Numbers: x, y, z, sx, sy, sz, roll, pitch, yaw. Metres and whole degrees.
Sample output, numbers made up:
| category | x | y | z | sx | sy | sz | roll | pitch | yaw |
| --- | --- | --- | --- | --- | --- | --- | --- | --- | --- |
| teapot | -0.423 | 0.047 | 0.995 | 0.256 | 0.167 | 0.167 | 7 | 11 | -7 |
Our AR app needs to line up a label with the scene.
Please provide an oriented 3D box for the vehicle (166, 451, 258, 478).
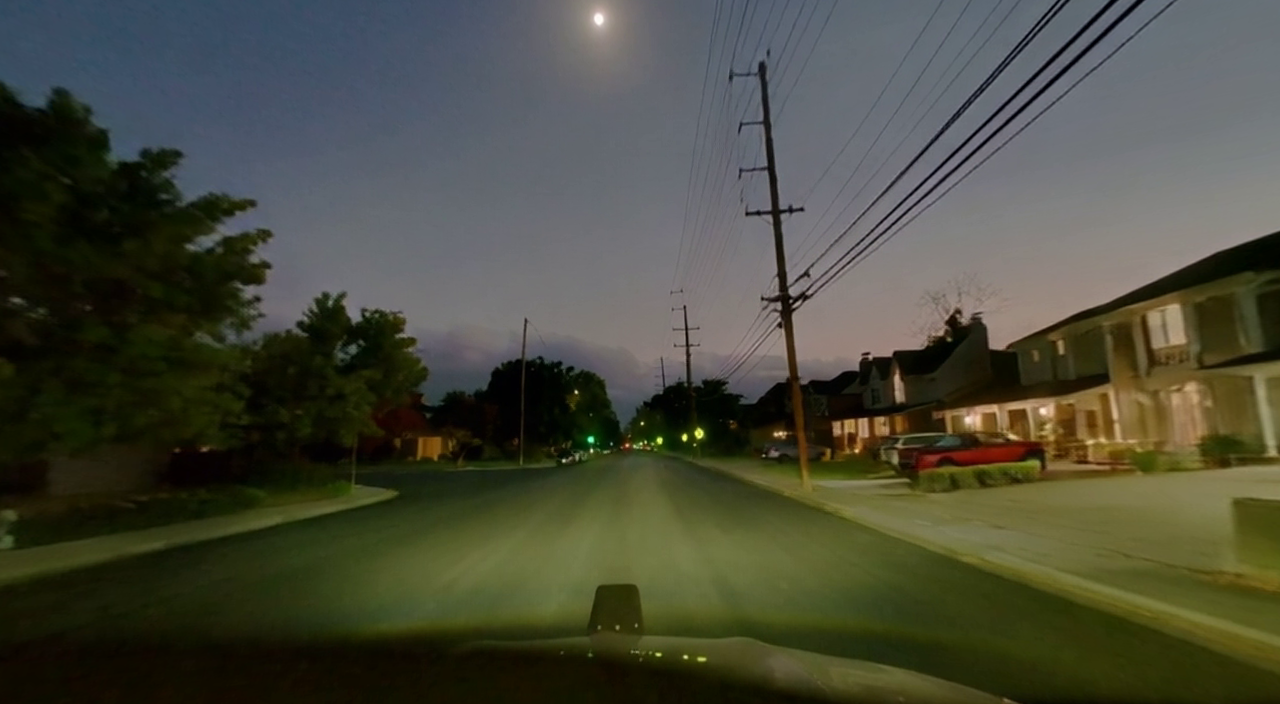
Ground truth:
| category | x | y | z | sx | sy | sz | roll | pitch | yaw |
| --- | --- | --- | --- | --- | --- | --- | --- | --- | --- |
| vehicle | -27.102 | 7.132 | 40.119 | 4.360 | 1.582 | 1.920 | 0 | -8 | -2 |

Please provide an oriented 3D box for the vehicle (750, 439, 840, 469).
| category | x | y | z | sx | sy | sz | roll | pitch | yaw |
| --- | --- | --- | --- | --- | --- | --- | --- | --- | --- |
| vehicle | 9.330 | 6.155 | 38.273 | 4.846 | 1.577 | 2.146 | -2 | -8 | 0 |

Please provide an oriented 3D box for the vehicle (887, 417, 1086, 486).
| category | x | y | z | sx | sy | sz | roll | pitch | yaw |
| --- | --- | --- | --- | --- | --- | --- | --- | --- | --- |
| vehicle | 10.234 | 2.981 | 19.011 | 4.686 | 1.786 | 2.019 | -3 | -8 | 5 |
